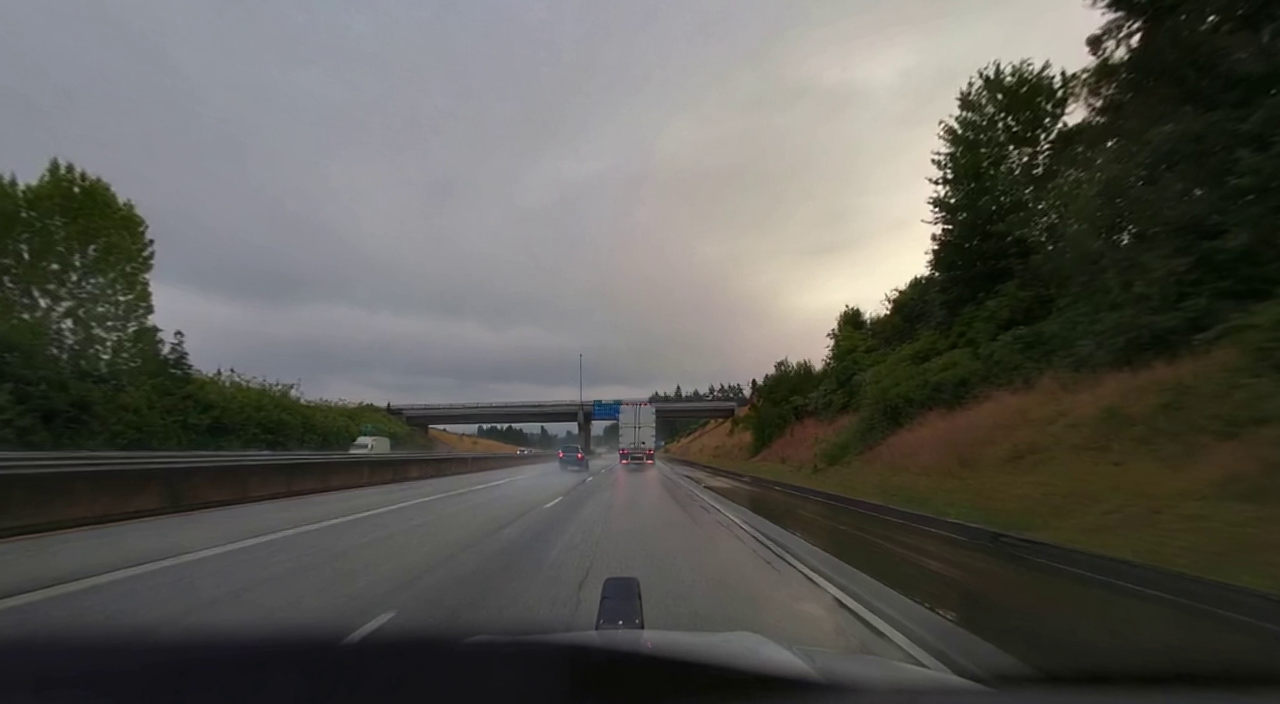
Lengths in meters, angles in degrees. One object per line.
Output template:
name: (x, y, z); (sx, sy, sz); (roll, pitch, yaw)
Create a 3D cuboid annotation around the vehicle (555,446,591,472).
vehicle: (-4.354, 6.978, 41.392); (2.005, 1.595, 4.253); (0, -9, -2)

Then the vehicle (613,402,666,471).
vehicle: (-0.186, 5.844, 42.747); (3.033, 3.985, 12.383); (0, -9, -1)
